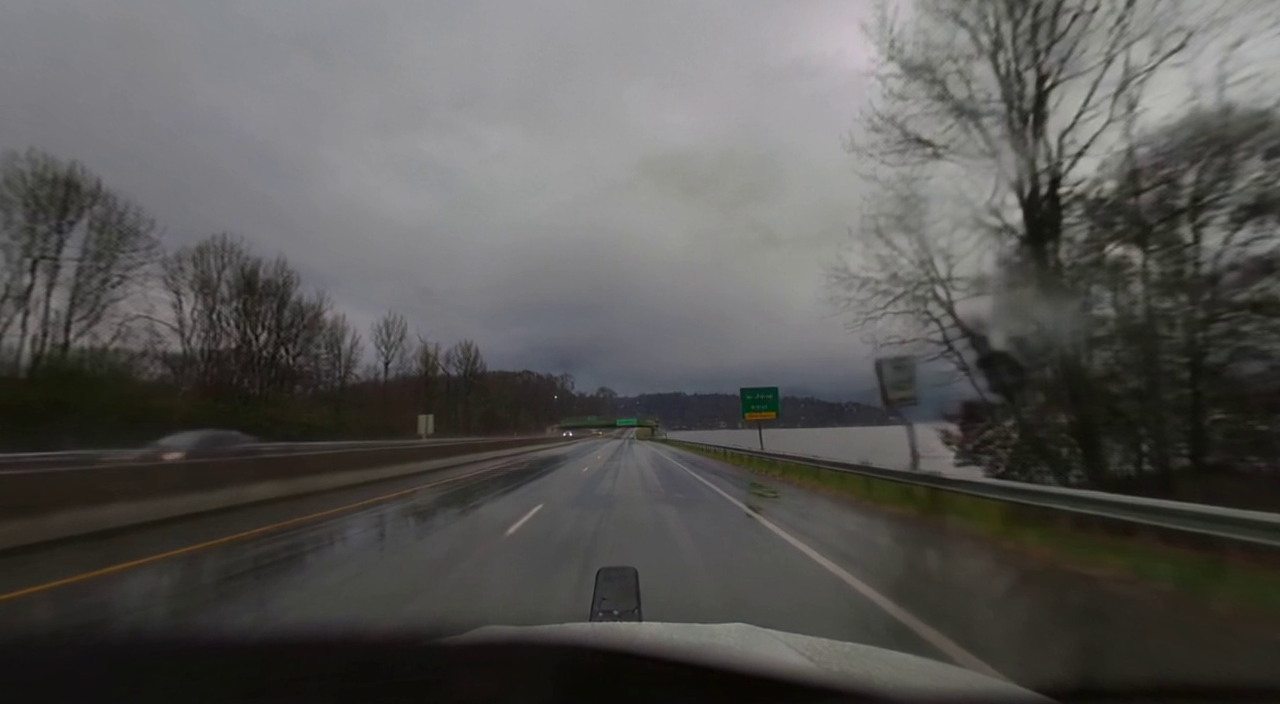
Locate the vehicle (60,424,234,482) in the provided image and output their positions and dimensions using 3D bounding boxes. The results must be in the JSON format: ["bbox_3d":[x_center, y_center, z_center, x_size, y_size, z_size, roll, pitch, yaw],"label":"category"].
[{"bbox_3d":[-14.092,2.893,18.302,1.827,1.488,3.918,0,-8,1],"label":"vehicle"}]
